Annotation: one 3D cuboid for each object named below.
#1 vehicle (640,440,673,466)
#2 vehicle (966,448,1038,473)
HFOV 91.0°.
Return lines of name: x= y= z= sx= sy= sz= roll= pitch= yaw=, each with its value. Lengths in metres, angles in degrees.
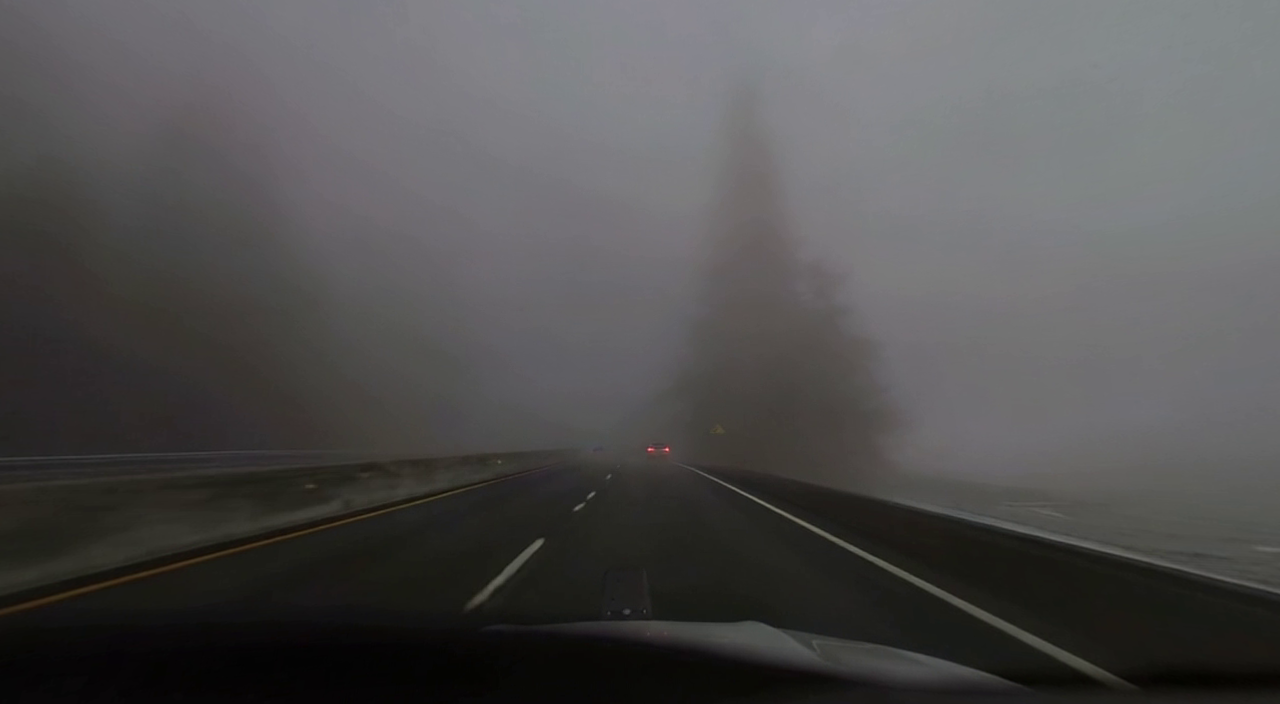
vehicle: x=0.990 y=6.329 z=39.601 sx=1.966 sy=1.542 sz=3.979 roll=0 pitch=-8 yaw=-1
vehicle: x=24.916 y=7.458 z=43.446 sx=1.938 sy=1.534 sz=4.006 roll=2 pitch=-9 yaw=-16
